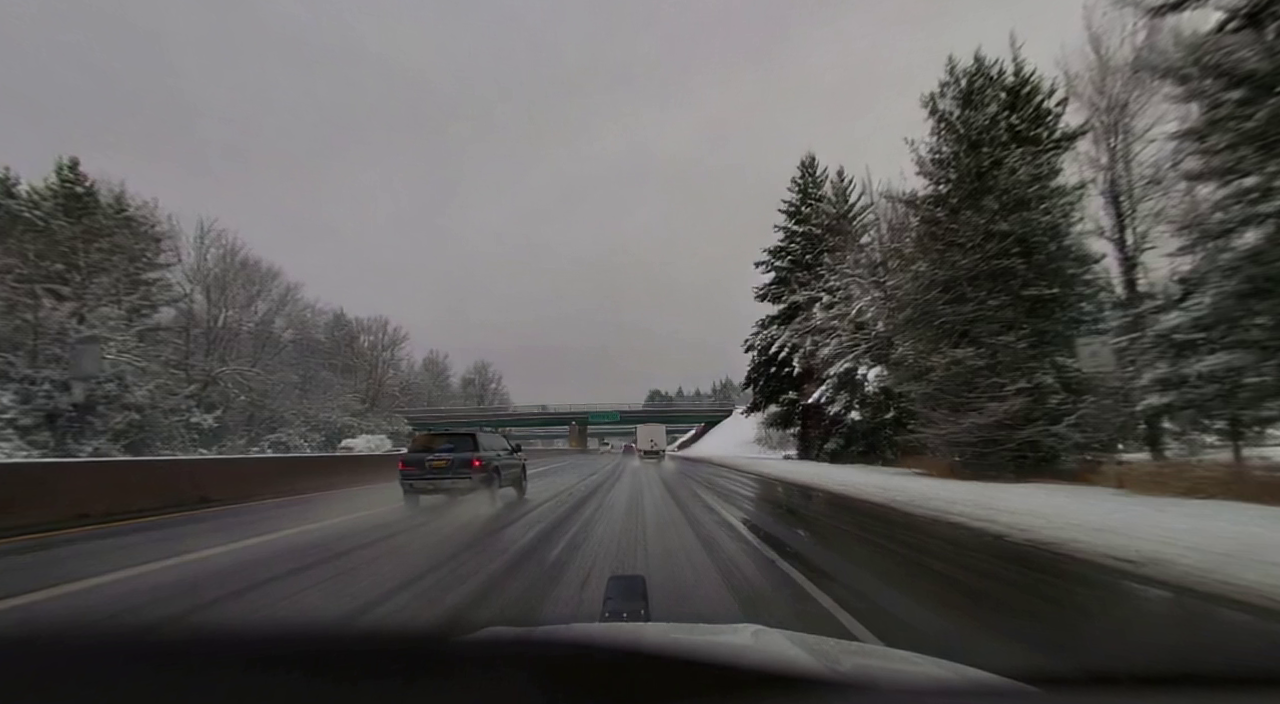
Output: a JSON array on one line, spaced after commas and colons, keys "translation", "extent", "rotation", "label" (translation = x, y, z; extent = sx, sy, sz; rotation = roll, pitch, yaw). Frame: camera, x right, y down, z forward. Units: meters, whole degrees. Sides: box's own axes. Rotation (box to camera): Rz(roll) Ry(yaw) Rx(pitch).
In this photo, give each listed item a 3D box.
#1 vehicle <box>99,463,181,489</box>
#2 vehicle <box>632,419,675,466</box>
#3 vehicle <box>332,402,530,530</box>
[{"translation": [-35.585, 8.816, 45.015], "extent": [1.845, 1.578, 4.857], "rotation": [0, -9, 0], "label": "vehicle"}, {"translation": [0.837, 6.480, 44.902], "extent": [2.790, 3.075, 7.414], "rotation": [0, -9, -1], "label": "vehicle"}, {"translation": [-3.966, 2.322, 13.317], "extent": [2.233, 2.093, 5.565], "rotation": [0, -9, 0], "label": "vehicle"}]
